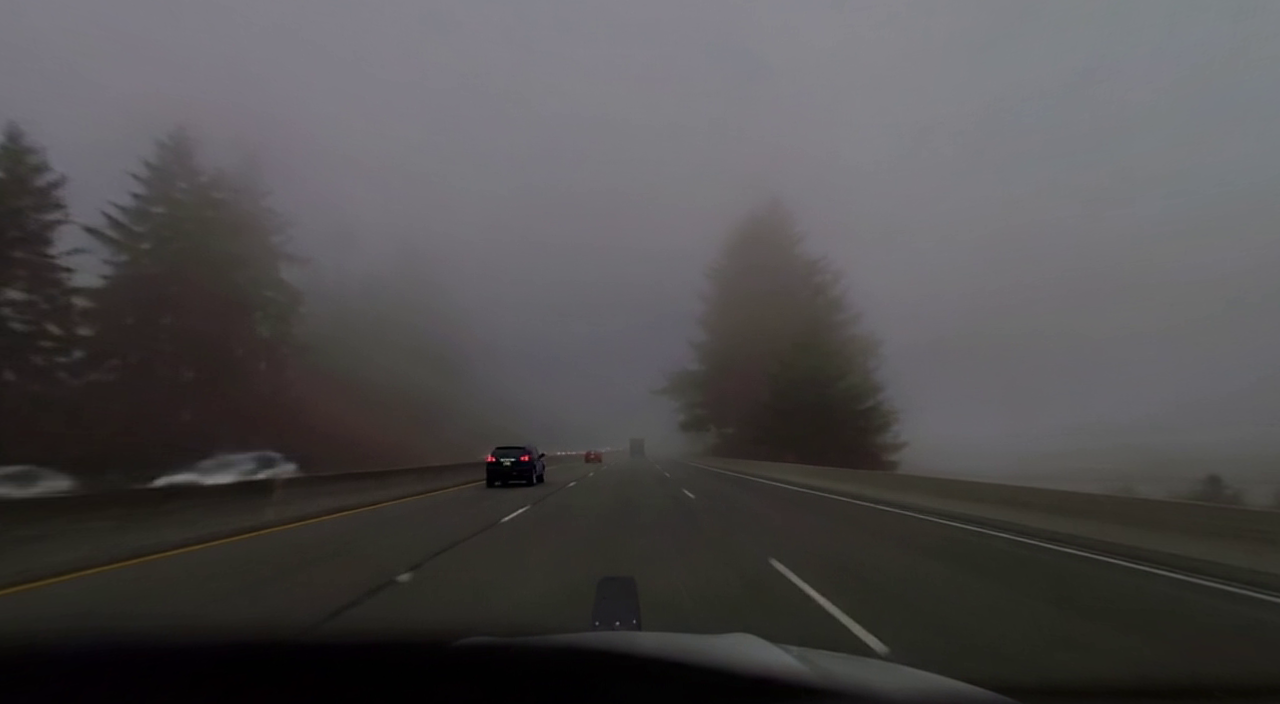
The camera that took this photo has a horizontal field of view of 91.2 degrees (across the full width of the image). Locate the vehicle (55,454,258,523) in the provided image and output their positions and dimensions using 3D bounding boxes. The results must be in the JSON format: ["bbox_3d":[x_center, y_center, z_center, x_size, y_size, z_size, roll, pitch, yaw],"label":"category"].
[{"bbox_3d":[-12.622,3.538,16.828,1.974,1.526,4.335,0,-9,0],"label":"vehicle"}]

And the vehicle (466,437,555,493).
[{"bbox_3d":[-4.291,3.821,21.561,2.151,1.693,4.201,0,-9,0],"label":"vehicle"}]
